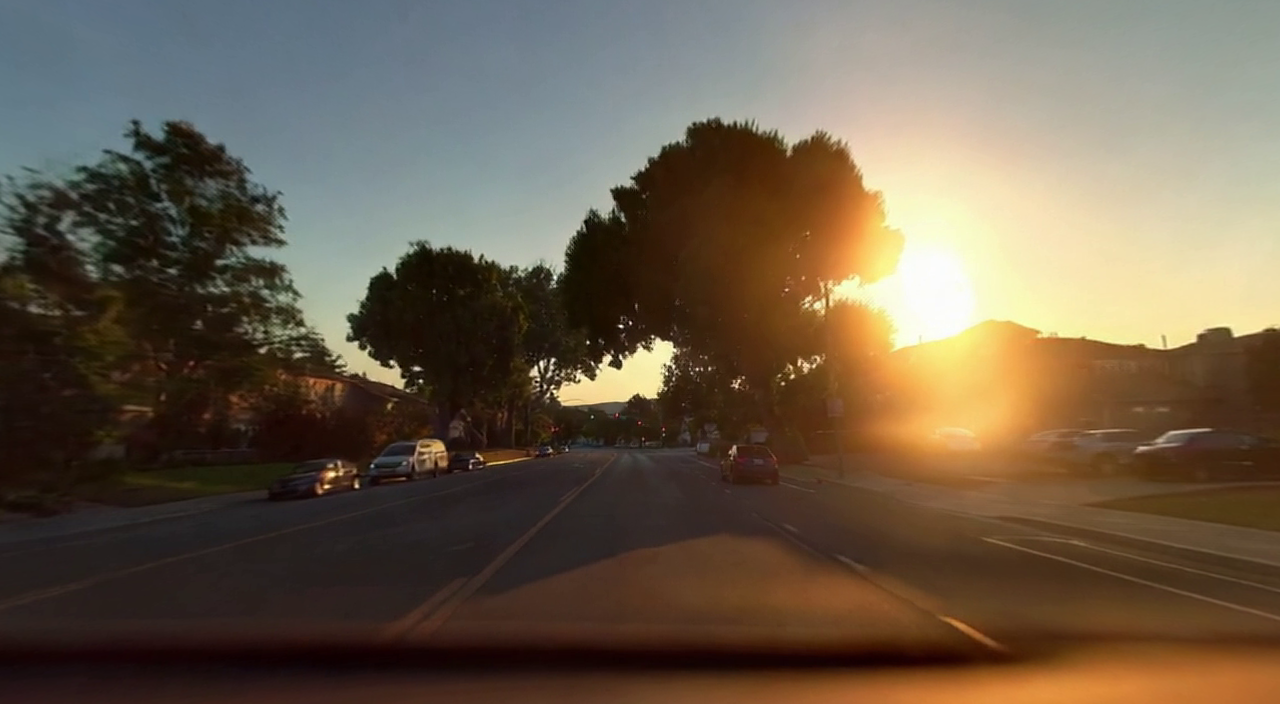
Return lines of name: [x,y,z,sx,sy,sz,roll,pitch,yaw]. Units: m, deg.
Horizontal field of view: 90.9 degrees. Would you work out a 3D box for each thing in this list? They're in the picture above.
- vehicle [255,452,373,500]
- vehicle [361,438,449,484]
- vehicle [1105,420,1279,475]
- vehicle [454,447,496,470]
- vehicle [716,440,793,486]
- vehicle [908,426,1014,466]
vehicle: [-11.262,4.282,22.159,1.829,1.441,4.355,0,-8,-1]
vehicle: [-11.397,5.305,31.113,2.180,1.953,5.787,-2,-8,0]
vehicle: [16.941,2.875,19.055,4.065,1.557,2.107,0,-8,0]
vehicle: [-11.502,7.423,44.147,1.911,1.524,4.256,0,-8,-1]
vehicle: [4.060,4.018,23.184,1.956,1.492,4.425,0,-8,-1]
vehicle: [14.907,4.406,29.656,2.129,1.699,4.906,0,-8,-3]
